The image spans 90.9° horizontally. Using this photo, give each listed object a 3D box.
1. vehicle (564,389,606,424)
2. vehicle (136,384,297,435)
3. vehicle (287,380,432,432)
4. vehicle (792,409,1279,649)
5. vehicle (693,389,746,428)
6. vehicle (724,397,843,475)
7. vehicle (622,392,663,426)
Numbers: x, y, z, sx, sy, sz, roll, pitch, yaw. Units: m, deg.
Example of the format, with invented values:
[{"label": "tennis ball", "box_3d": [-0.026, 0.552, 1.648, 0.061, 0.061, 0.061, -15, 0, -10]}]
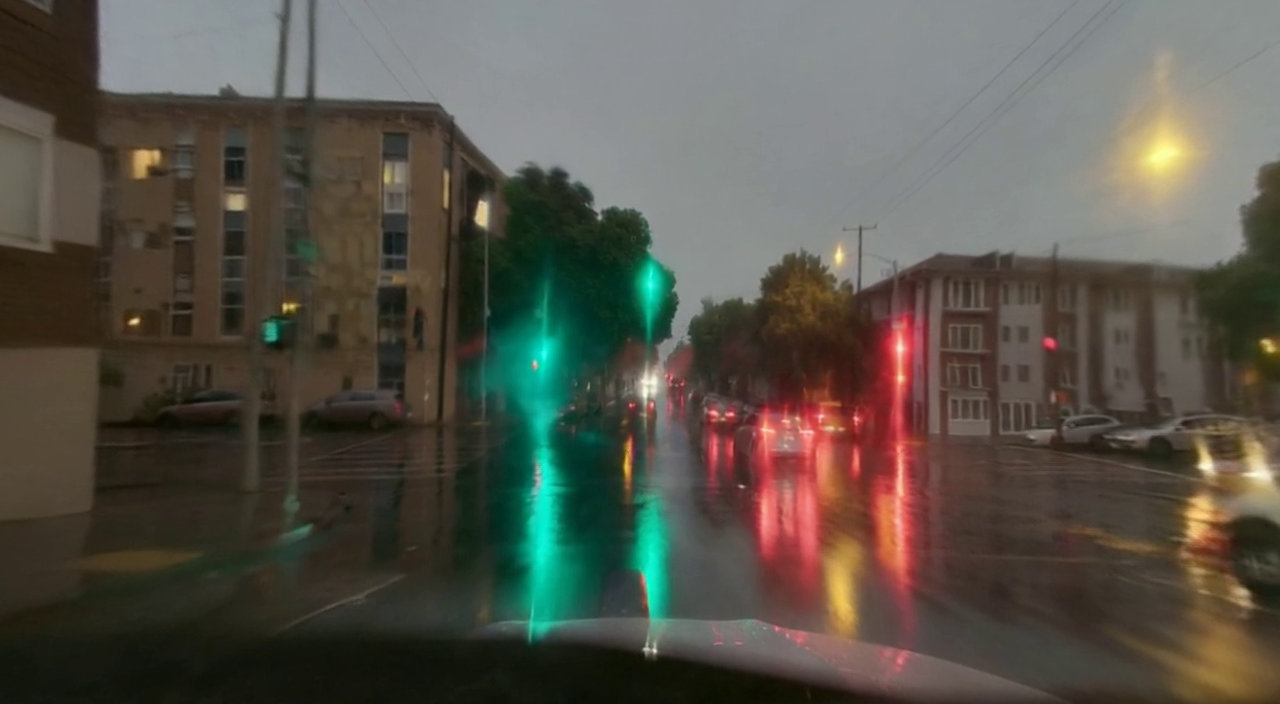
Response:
[{"label": "vehicle", "box_3d": [-2.724, 2.805, 31.867, 1.878, 1.521, 3.697, 0, -8, -1]}, {"label": "vehicle", "box_3d": [-15.587, 2.158, 23.366, 4.571, 1.758, 1.930, 0, -8, 2]}, {"label": "vehicle", "box_3d": [-10.204, 2.021, 23.220, 4.304, 1.755, 2.083, 0, -8, 1]}, {"label": "vehicle", "box_3d": [3.100, 1.425, 6.243, 2.055, 1.450, 4.676, 0, -8, 0]}, {"label": "vehicle", "box_3d": [3.854, 2.873, 31.248, 2.093, 1.655, 4.327, 0, -8, 1]}, {"label": "vehicle", "box_3d": [3.308, 1.918, 15.358, 1.970, 1.490, 4.016, 0, -2, 0]}, {"label": "vehicle", "box_3d": [0.163, 2.910, 31.583, 1.923, 1.460, 3.923, 0, -8, 1]}]
